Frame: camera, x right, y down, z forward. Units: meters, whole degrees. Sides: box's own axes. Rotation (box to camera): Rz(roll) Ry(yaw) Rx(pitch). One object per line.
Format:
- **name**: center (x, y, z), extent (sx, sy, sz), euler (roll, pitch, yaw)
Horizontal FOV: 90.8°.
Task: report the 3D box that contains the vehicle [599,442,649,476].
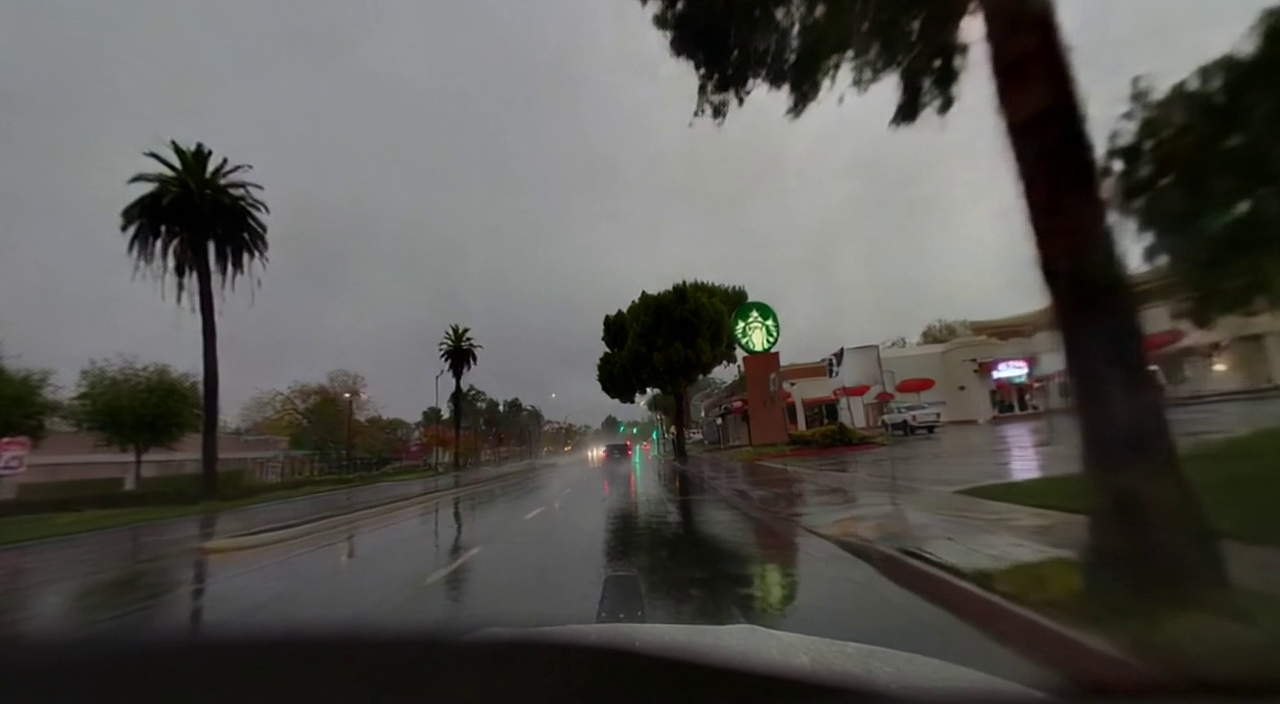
- **vehicle**: center (-0.685, 4.985, 29.706), extent (2.156, 1.462, 4.495), euler (0, -8, 0)
